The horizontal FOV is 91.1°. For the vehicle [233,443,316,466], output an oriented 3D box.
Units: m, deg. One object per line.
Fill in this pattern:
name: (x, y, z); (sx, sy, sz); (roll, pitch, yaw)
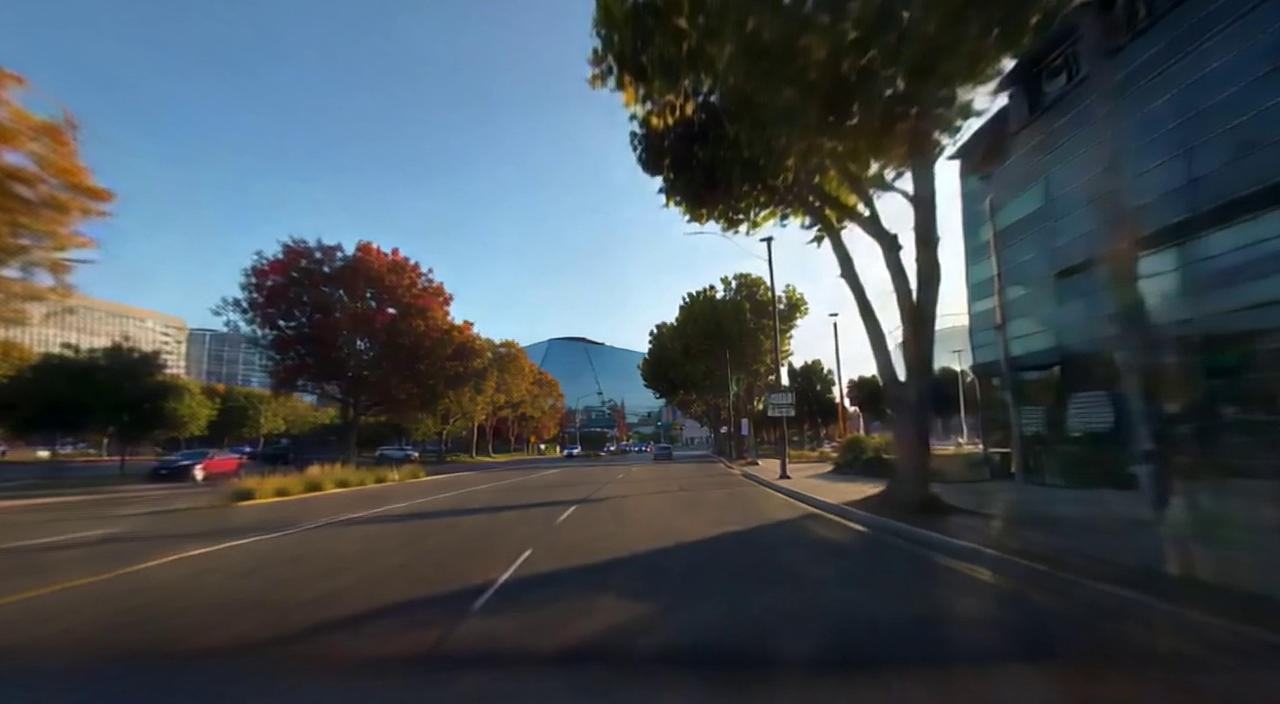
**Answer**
vehicle: (-26.327, 7.379, 45.255); (4.816, 1.655, 1.928); (-1, -9, 4)

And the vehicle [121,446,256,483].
vehicle: (-20.579, 5.108, 28.713); (4.783, 1.579, 2.157); (-1, -9, 9)
